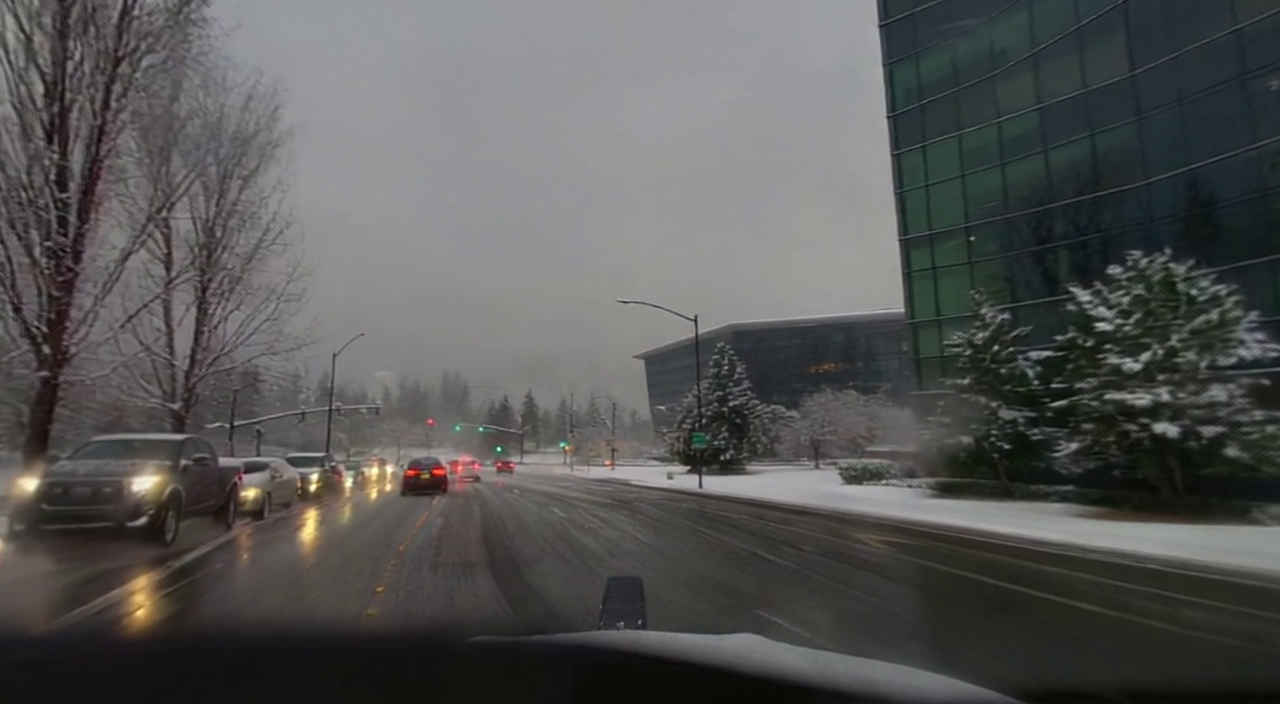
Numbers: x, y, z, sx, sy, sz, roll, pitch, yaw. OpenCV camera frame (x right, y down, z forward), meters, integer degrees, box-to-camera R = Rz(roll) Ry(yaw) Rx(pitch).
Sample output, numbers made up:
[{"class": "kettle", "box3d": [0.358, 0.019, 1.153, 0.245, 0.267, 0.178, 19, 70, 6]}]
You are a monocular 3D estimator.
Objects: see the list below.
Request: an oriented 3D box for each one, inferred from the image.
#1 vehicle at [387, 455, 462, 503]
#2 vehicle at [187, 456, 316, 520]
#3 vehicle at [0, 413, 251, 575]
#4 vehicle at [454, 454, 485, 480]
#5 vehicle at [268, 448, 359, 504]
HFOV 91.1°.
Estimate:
[{"class": "vehicle", "box3d": [-8.191, 4.651, 23.568, 2.205, 1.537, 4.895, 4, -10, -23]}, {"class": "vehicle", "box3d": [-10.915, 3.775, 18.094, 1.868, 1.514, 4.870, 3, -9, -16]}, {"class": "vehicle", "box3d": [-8.393, 2.215, 10.614, 2.142, 2.061, 4.750, 4, -10, -21]}, {"class": "vehicle", "box3d": [-12.841, 8.586, 47.104, 2.102, 1.815, 4.716, 3, -9, -16]}, {"class": "vehicle", "box3d": [-12.434, 4.680, 24.253, 2.142, 1.834, 4.588, 1, -9, -15]}]
